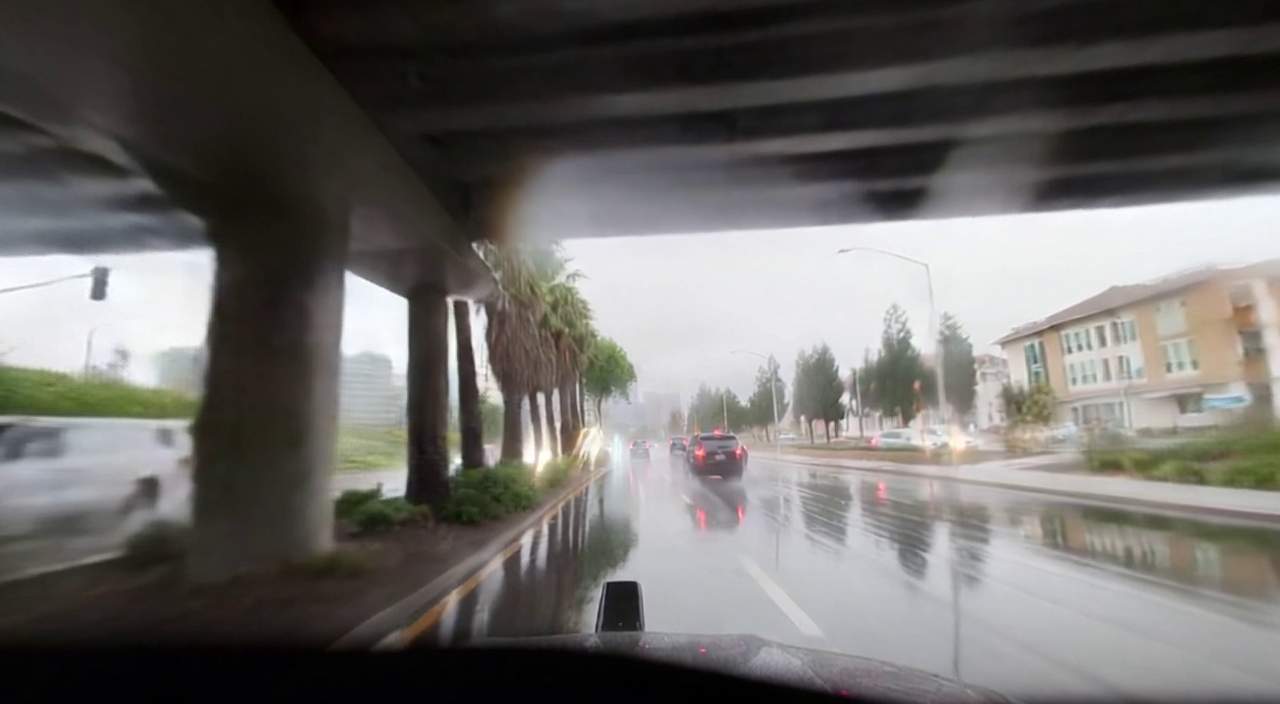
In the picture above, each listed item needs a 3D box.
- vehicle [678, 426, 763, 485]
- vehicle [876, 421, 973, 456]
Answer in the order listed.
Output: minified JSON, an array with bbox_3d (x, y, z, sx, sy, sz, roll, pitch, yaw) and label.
[{"bbox_3d":[2.959,4.020,24.761,2.559,2.017,5.562,0,-9,0],"label":"vehicle"},{"bbox_3d":[19.583,6.072,43.906,2.305,2.084,6.115,1,-10,-21],"label":"vehicle"}]
